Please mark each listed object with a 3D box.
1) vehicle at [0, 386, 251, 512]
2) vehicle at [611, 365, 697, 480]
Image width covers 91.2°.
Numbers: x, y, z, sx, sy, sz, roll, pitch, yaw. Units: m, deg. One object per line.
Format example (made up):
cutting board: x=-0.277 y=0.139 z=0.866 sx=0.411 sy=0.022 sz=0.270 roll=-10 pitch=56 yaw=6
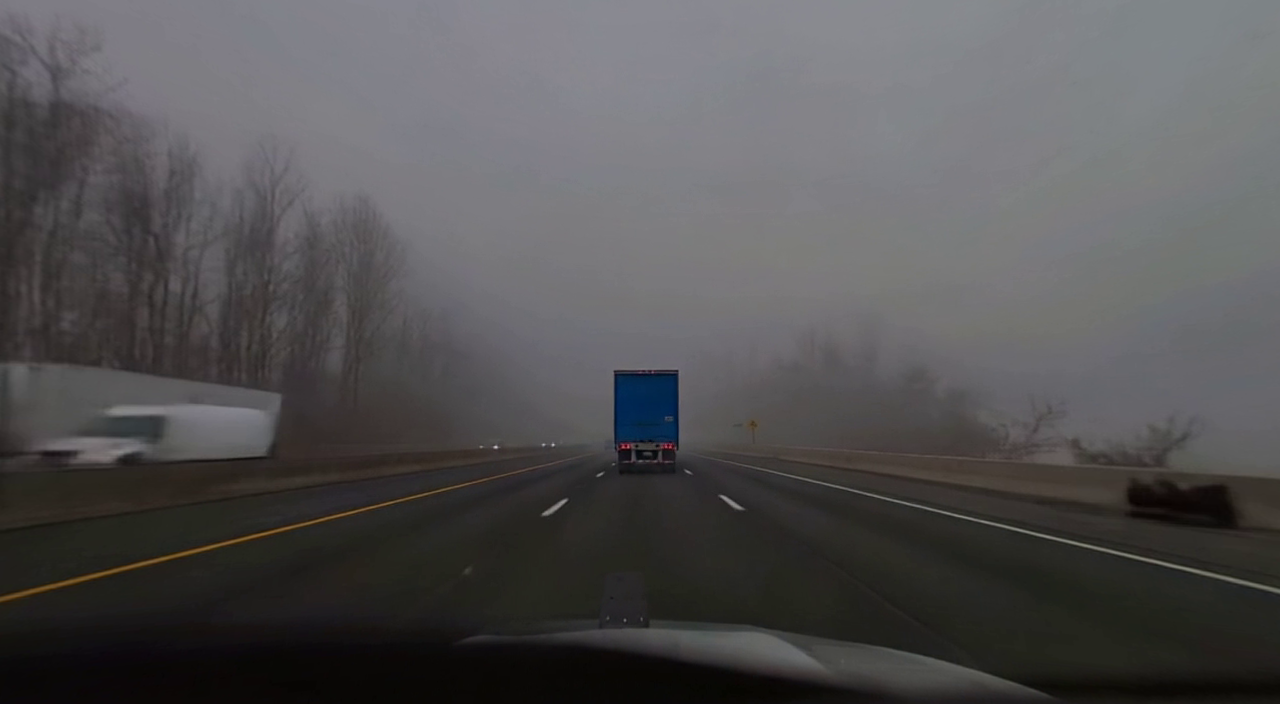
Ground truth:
vehicle: x=-13.329 y=2.434 z=16.054 sx=2.293 sy=2.516 sz=6.817 roll=0 pitch=-8 yaw=0
vehicle: x=0.563 y=3.233 z=27.426 sx=3.010 sy=4.039 sz=10.481 roll=0 pitch=-8 yaw=1
